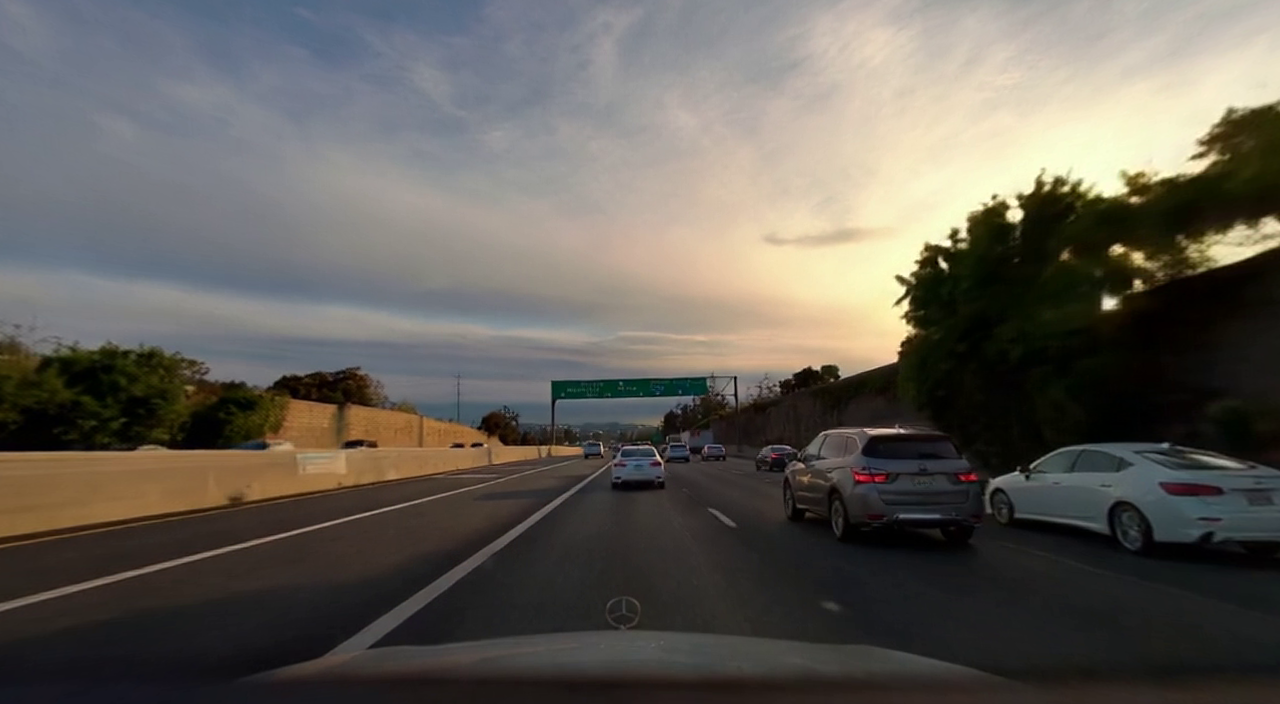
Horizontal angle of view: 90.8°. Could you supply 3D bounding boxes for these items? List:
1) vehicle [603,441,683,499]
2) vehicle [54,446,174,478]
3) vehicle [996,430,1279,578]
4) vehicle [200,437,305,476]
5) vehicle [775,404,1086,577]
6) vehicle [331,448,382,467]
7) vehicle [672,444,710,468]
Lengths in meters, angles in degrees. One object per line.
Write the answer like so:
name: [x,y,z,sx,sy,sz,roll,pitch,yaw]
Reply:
vehicle: [0.045,3.389,18.573,2.098,1.475,3.997,0,-9,-1]
vehicle: [-25.759,5.380,31.208,1.857,1.452,4.788,0,-9,-1]
vehicle: [7.077,1.852,8.583,1.872,1.469,4.414,0,-9,0]
vehicle: [-18.002,4.869,29.638,1.994,1.658,4.646,0,-9,0]
vehicle: [3.570,1.806,9.069,2.162,1.800,4.693,0,-9,-1]
vehicle: [-21.871,8.142,48.959,1.992,1.424,4.365,0,-9,-1]
vehicle: [3.296,6.845,41.799,1.998,1.490,4.296,0,-9,-2]
